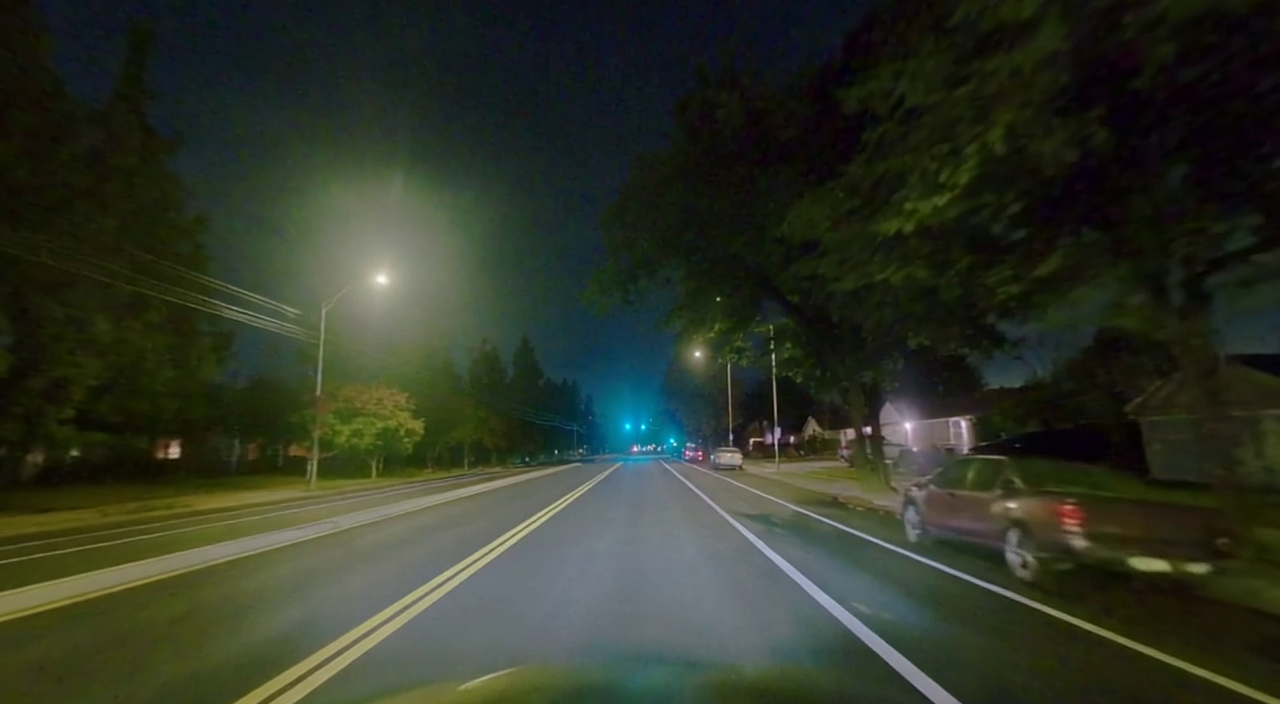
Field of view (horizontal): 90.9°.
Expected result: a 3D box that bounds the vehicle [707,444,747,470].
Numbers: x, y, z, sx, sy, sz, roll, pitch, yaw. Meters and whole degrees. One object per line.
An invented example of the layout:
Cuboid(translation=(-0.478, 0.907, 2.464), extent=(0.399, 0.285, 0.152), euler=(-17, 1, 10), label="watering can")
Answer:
Cuboid(translation=(5.369, 6.536, 39.436), extent=(1.955, 1.549, 4.129), euler=(0, -8, 0), label="vehicle")

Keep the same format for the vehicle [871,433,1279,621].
Cuboid(translation=(4.812, 1.780, 7.609), extent=(2.021, 1.491, 4.906), euler=(1, -8, -2), label="vehicle")
